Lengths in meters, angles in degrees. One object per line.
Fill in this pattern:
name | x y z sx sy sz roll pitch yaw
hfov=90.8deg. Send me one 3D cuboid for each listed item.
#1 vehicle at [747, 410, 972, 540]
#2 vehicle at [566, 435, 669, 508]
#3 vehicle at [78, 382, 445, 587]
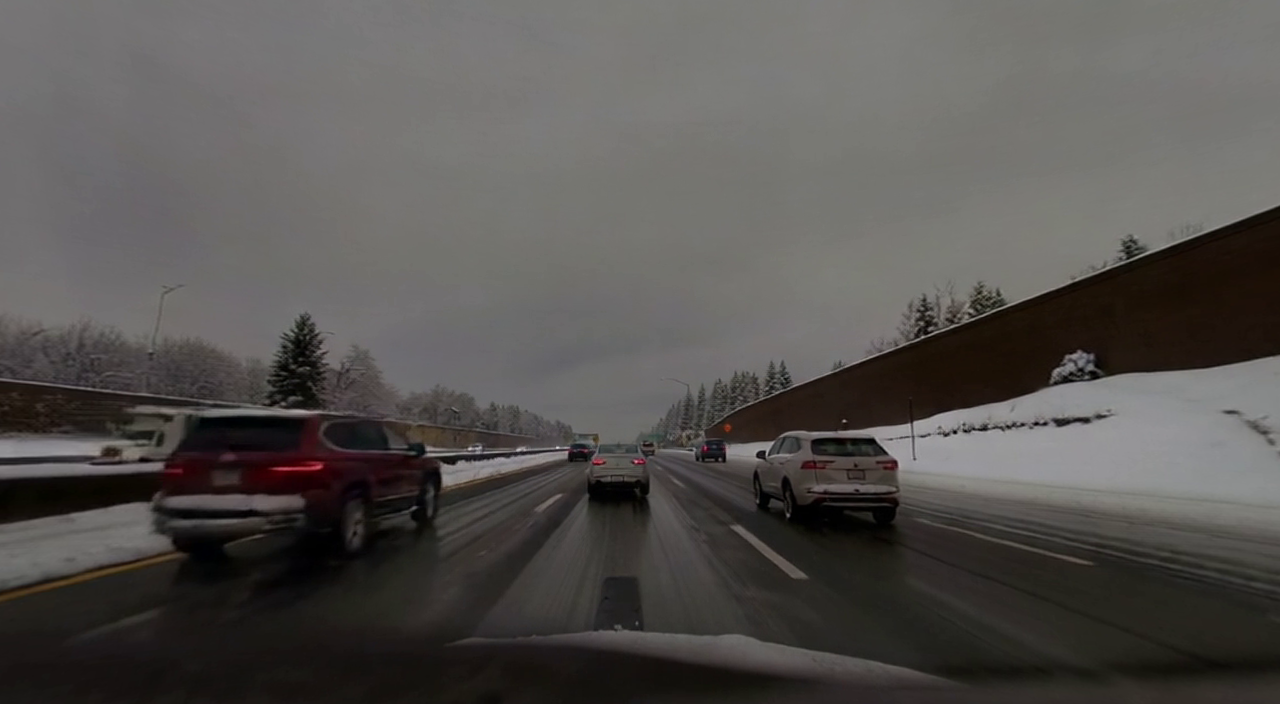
vehicle | 3.466 2.060 11.217 2.162 1.800 4.693 0 -8 -2
vehicle | -0.514 2.740 14.956 2.098 1.475 3.997 0 -8 -2
vehicle | -4.380 1.621 8.540 1.983 1.948 4.822 0 -8 -1
